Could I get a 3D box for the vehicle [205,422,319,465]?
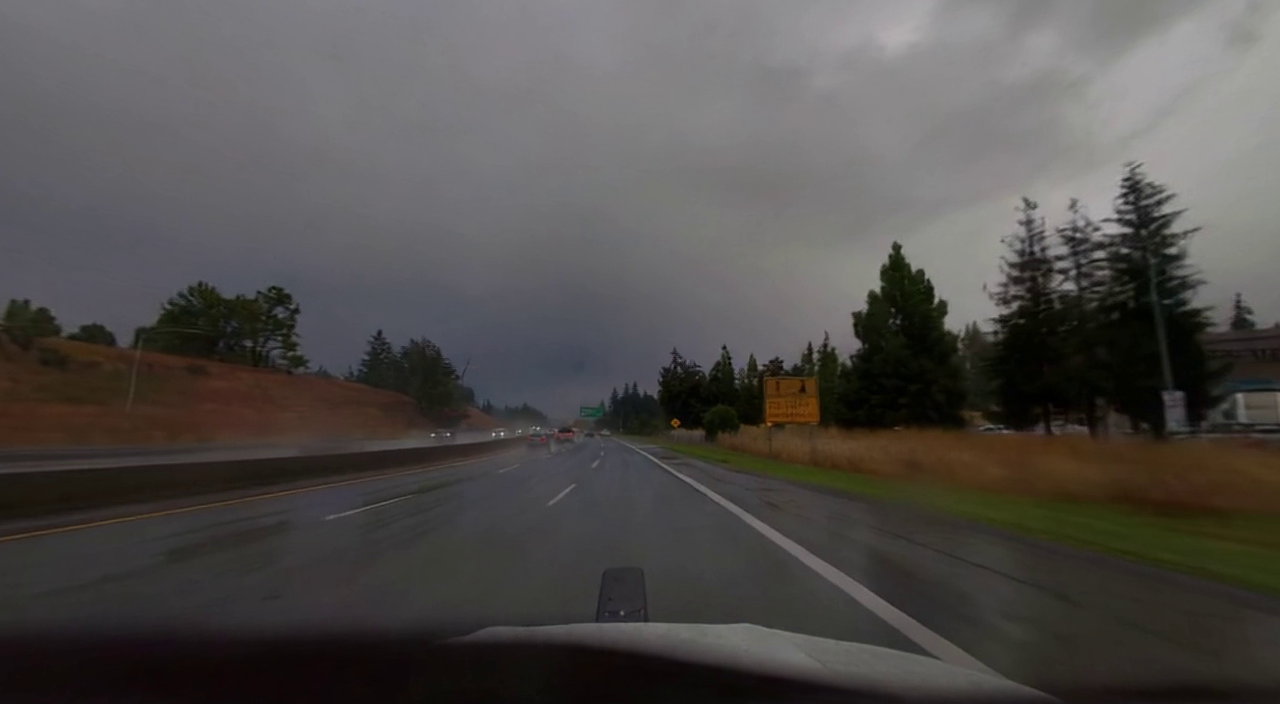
[{"bbox_3d":[-17.560,4.318,29.654,2.333,1.833,4.988,0,-8,-1],"label":"vehicle"}]
